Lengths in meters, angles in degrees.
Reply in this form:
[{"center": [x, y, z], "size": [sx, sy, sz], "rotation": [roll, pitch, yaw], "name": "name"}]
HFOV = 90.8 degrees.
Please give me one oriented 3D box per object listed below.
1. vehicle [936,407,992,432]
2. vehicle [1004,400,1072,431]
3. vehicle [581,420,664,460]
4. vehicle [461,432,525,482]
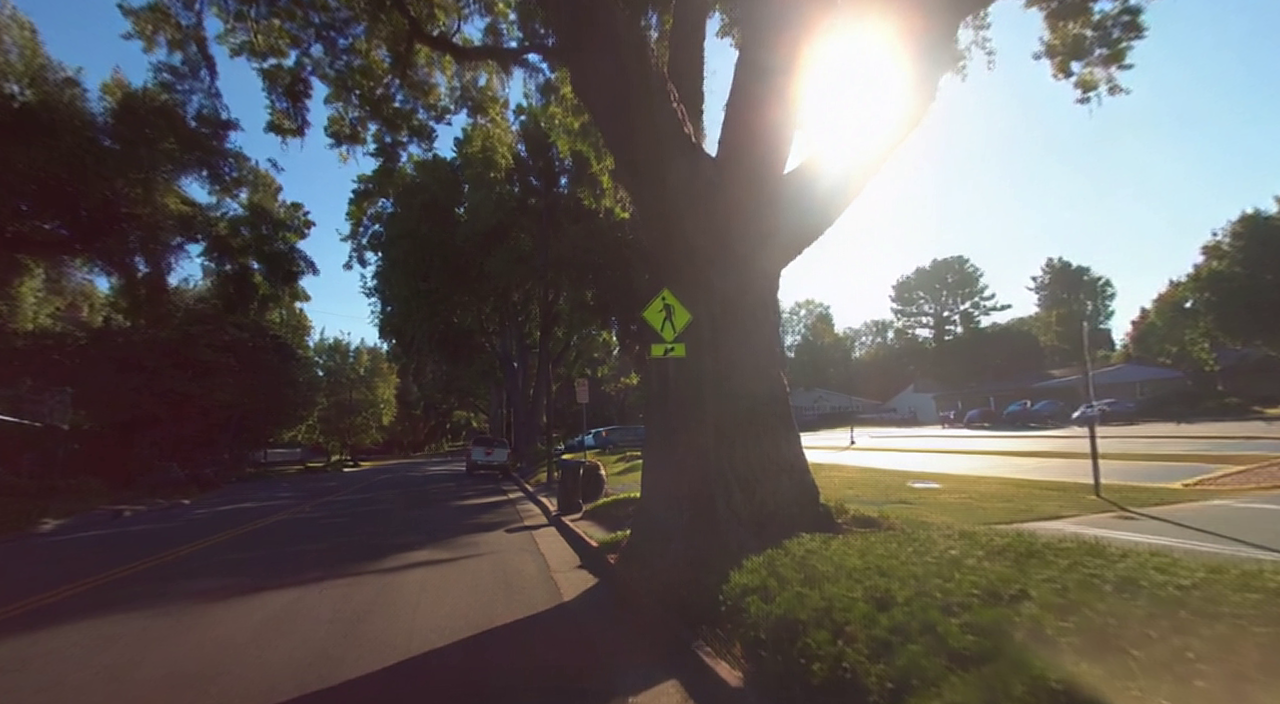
[{"center": [22.348, 4.694, 43.510], "size": [4.245, 1.601, 1.912], "rotation": [7, -11, -41], "name": "vehicle"}, {"center": [23.639, 3.797, 37.439], "size": [4.481, 1.634, 1.973], "rotation": [7, -11, -39], "name": "vehicle"}, {"center": [-0.929, 4.880, 35.230], "size": [1.954, 1.696, 4.390], "rotation": [-8, -5, 43], "name": "vehicle"}, {"center": [-5.813, 4.083, 24.864], "size": [2.204, 1.776, 4.262], "rotation": [2, -9, -14], "name": "vehicle"}]
